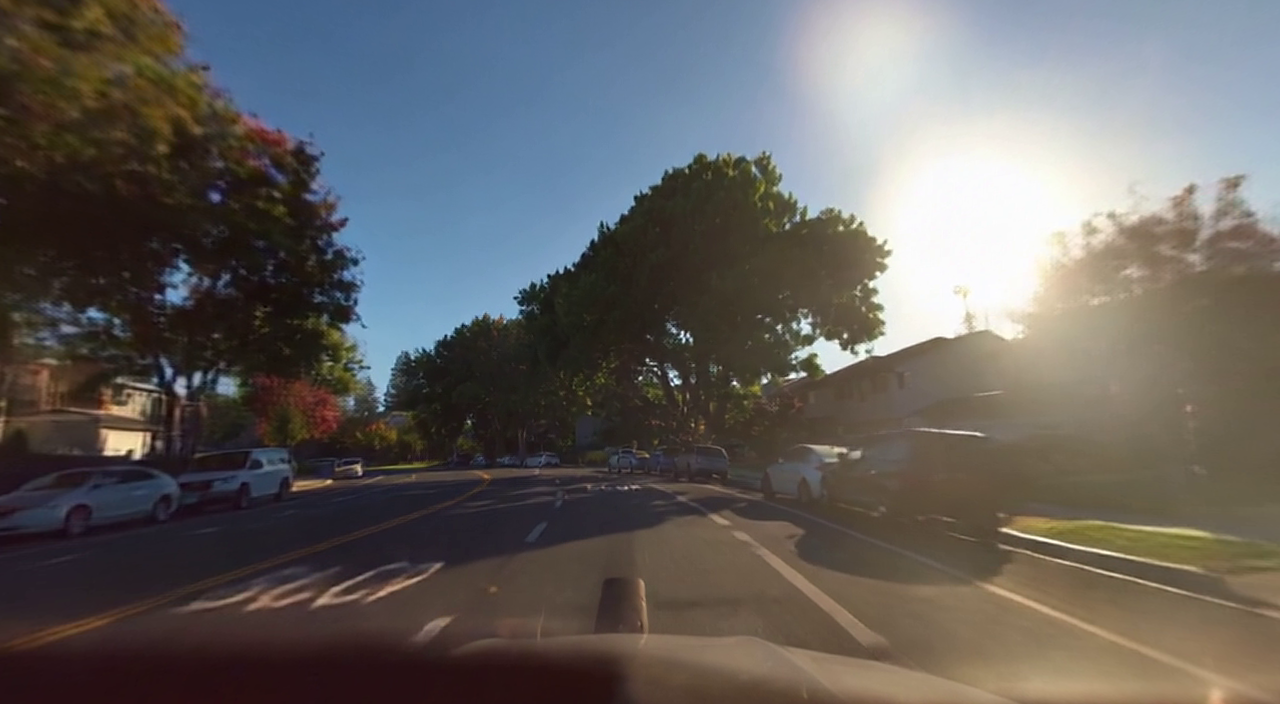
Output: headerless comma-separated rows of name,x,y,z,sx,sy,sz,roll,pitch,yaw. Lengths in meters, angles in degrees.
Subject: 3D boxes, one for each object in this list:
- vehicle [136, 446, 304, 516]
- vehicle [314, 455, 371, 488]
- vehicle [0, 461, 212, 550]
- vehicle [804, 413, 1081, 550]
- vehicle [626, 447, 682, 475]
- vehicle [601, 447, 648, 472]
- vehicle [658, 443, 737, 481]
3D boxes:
vehicle,-12.234,3.732,18.901,2.107,1.810,4.708,1,-9,-6
vehicle,-15.124,6.040,32.340,1.943,1.476,4.714,3,-9,-17
vehicle,-11.746,3.132,13.599,2.012,1.478,4.661,1,-9,-4
vehicle,4.623,2.065,10.728,2.184,1.770,4.651,1,-9,-3
vehicle,0.740,6.142,35.964,1.844,1.485,4.193,3,-9,-19
vehicle,-1.071,7.013,41.472,1.875,1.514,4.047,3,-9,-19
vehicle,2.546,5.070,29.345,2.367,1.614,4.463,2,-9,-12
